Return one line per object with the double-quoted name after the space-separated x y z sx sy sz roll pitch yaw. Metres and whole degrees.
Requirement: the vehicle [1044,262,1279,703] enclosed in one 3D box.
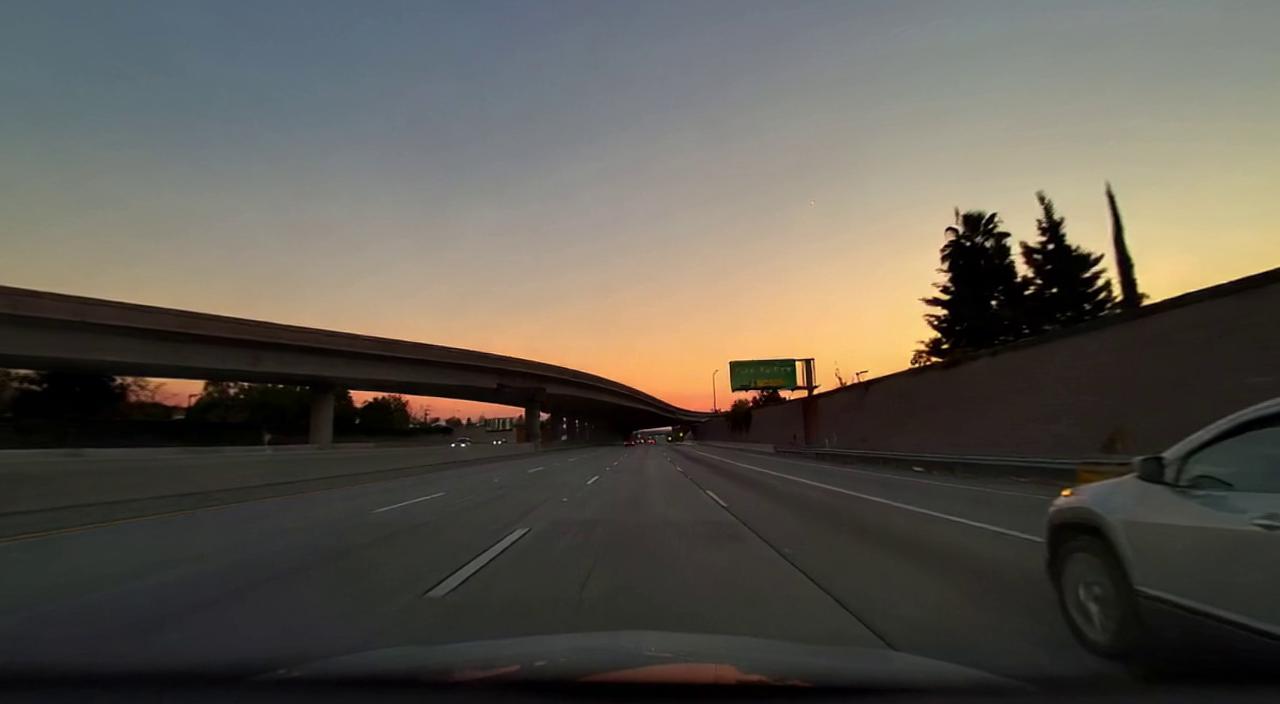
3.811 0.371 0.897 2.462 1.954 6.111 0 -8 1 "vehicle"
